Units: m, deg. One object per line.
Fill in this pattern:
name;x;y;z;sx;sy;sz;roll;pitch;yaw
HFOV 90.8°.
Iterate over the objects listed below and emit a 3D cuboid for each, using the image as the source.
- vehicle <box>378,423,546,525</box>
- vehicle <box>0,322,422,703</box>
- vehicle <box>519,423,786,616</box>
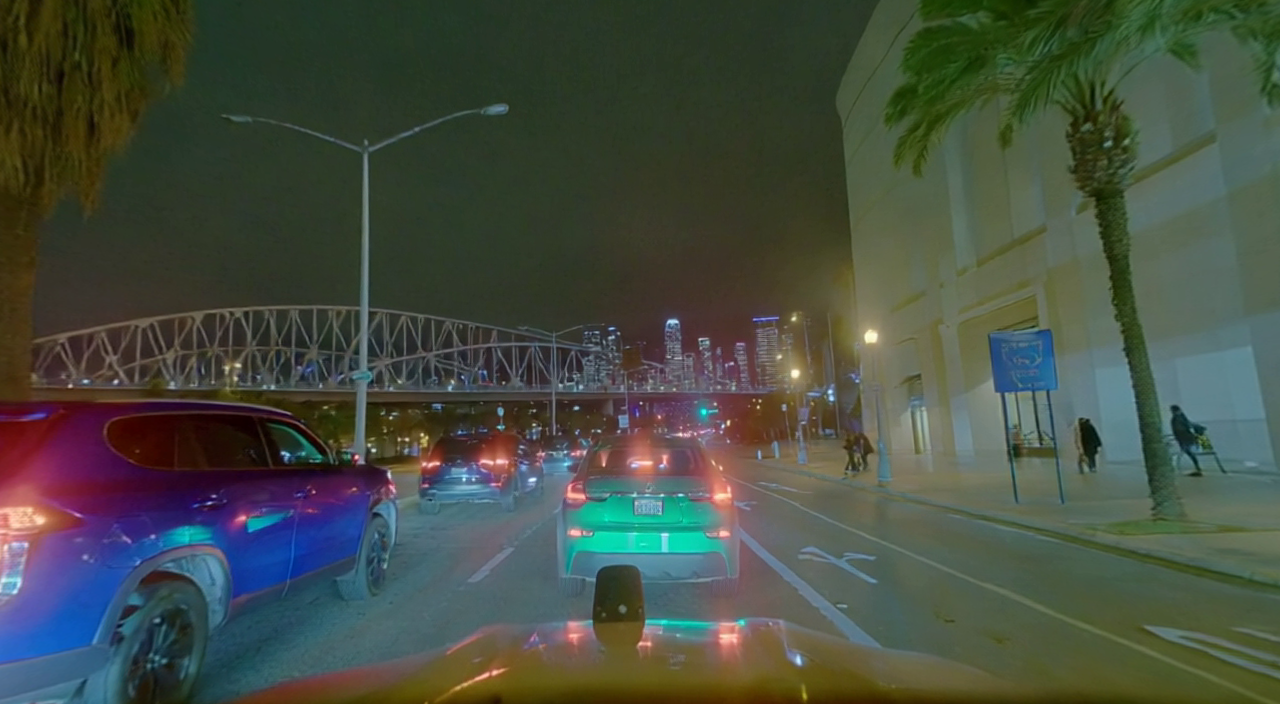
vehicle;-3.199;2.292;12.346;1.955;1.637;4.032;0;-8;2
vehicle;-3.262;1.060;4.181;2.014;1.740;4.359;0;-8;1
vehicle;0.084;1.592;6.975;2.036;1.461;4.129;0;-8;0
